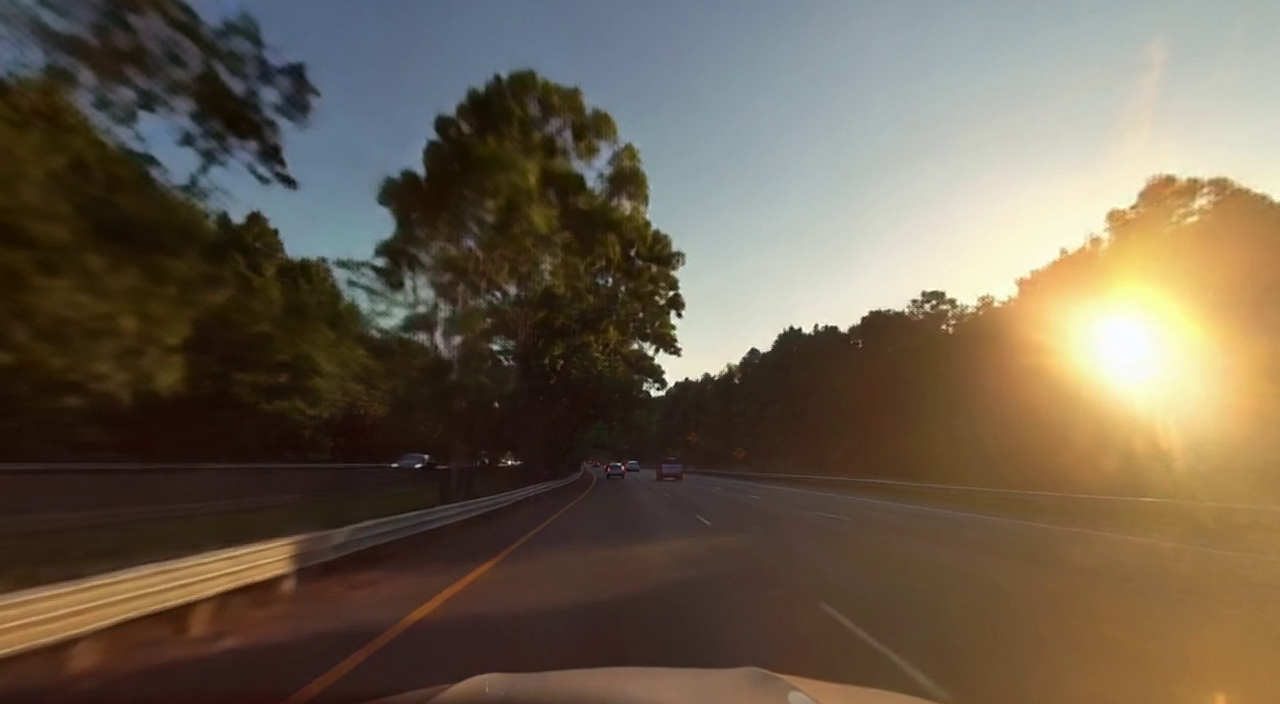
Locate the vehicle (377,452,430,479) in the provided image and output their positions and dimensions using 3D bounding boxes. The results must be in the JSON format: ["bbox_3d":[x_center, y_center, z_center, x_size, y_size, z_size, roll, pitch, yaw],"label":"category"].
[{"bbox_3d":[-15.049,7.270,40.296,1.986,1.548,3.812,1,-11,-2],"label":"vehicle"}]
